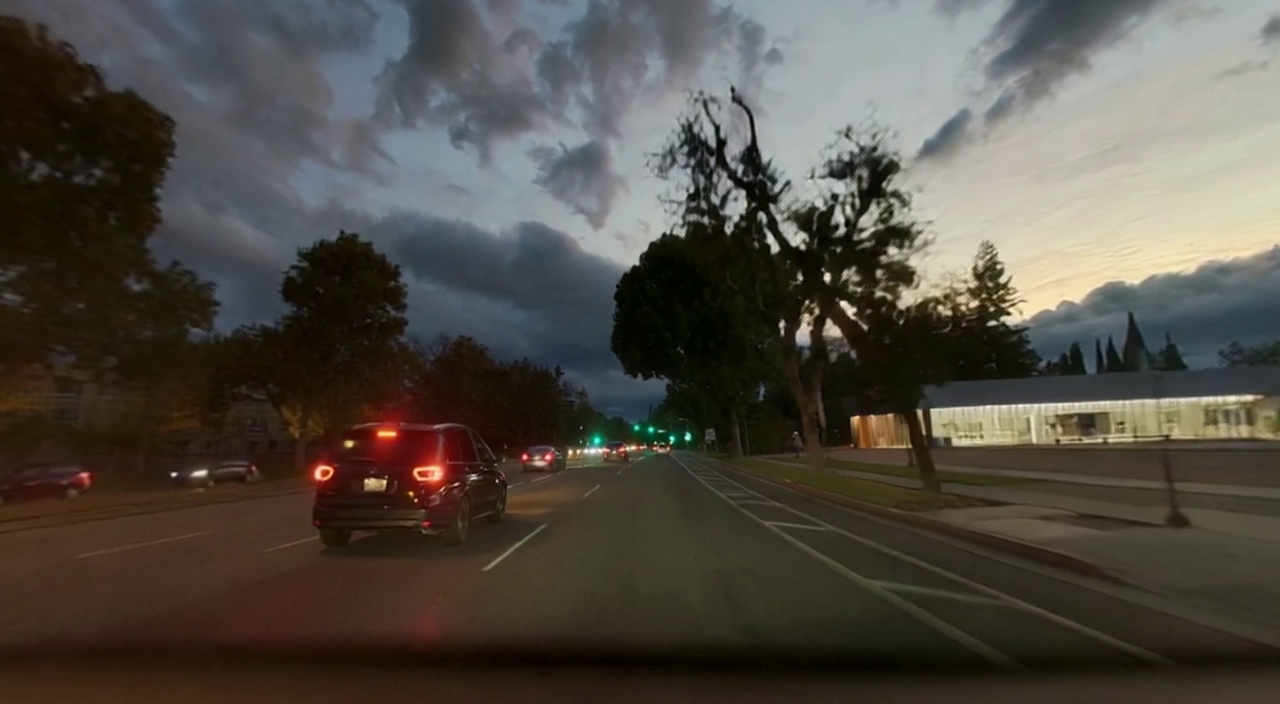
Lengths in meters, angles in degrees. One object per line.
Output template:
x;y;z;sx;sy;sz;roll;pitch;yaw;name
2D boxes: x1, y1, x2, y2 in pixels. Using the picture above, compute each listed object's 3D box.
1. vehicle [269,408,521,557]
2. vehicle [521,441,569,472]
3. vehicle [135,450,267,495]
-3.357;1.883;9.786;2.123;1.761;4.322;0;-8;1;vehicle
-5.572;6.208;37.554;1.985;1.708;4.310;-1;-8;3;vehicle
-21.947;6.003;31.961;2.259;1.943;5.934;-1;-8;3;vehicle
